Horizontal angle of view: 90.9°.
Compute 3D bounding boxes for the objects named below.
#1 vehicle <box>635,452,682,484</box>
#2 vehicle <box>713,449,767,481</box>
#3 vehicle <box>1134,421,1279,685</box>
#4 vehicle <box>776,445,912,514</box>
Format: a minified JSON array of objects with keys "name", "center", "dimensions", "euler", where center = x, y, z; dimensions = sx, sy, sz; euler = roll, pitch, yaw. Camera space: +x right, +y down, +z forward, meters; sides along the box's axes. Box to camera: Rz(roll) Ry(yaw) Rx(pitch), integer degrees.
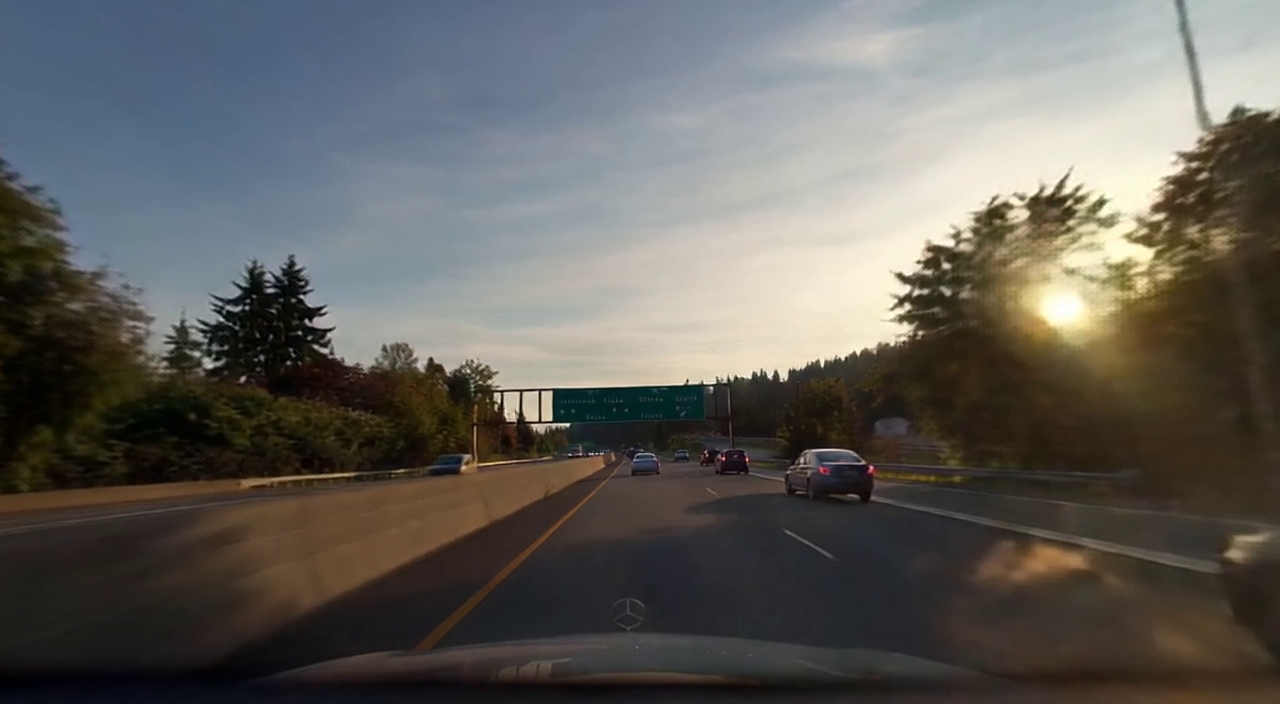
[{"name":"vehicle","center":[0.807,5.304,29.058],"dimensions":[2.012,1.320,3.777],"euler":[0,-9,1]},{"name":"vehicle","center":[4.842,5.543,31.155],"dimensions":[1.952,1.495,3.740],"euler":[0,-9,-2]},{"name":"vehicle","center":[4.552,0.902,2.147],"dimensions":[2.007,1.451,4.587],"euler":[0,-9,0]},{"name":"vehicle","center":[4.867,3.095,15.837],"dimensions":[1.827,1.462,4.697],"euler":[0,-9,0]}]
